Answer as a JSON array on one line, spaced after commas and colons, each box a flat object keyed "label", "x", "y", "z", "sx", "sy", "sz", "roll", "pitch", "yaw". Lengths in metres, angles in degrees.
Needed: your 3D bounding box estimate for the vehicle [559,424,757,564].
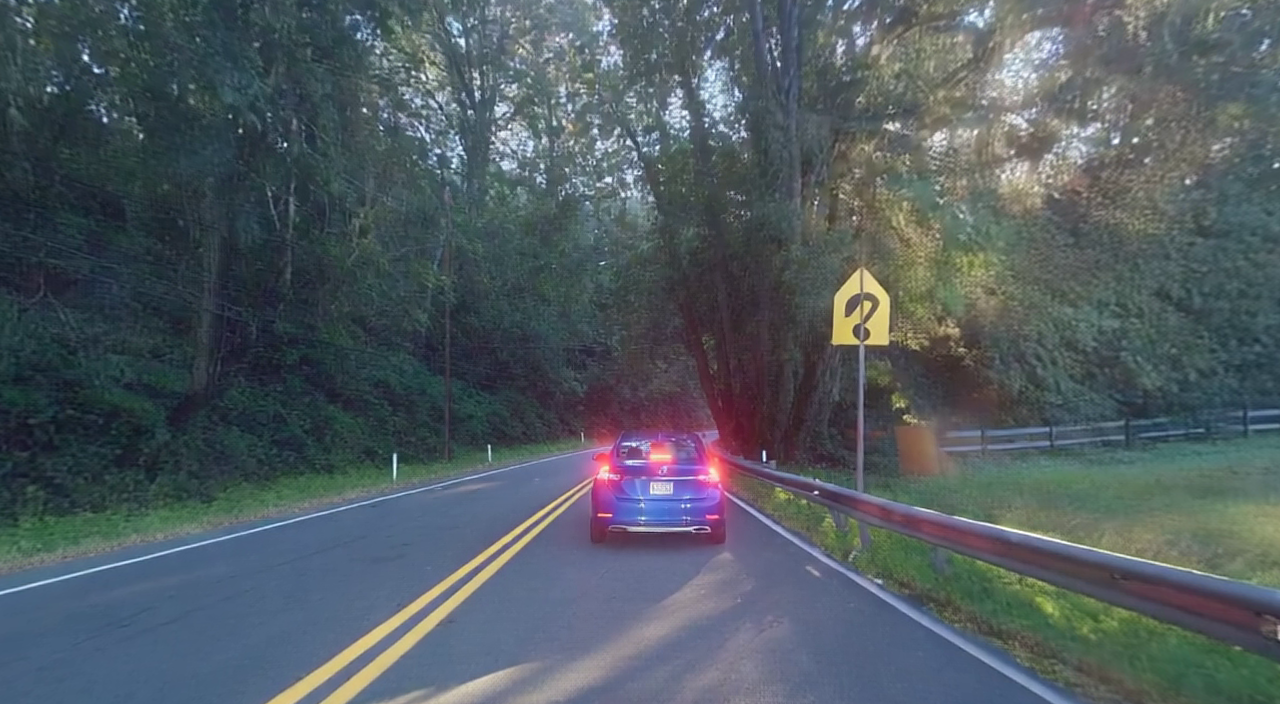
[{"label": "vehicle", "x": 0.233, "y": 1.850, "z": 8.913, "sx": 2.187, "sy": 1.533, "sz": 3.726, "roll": 0, "pitch": -8, "yaw": 1}]
